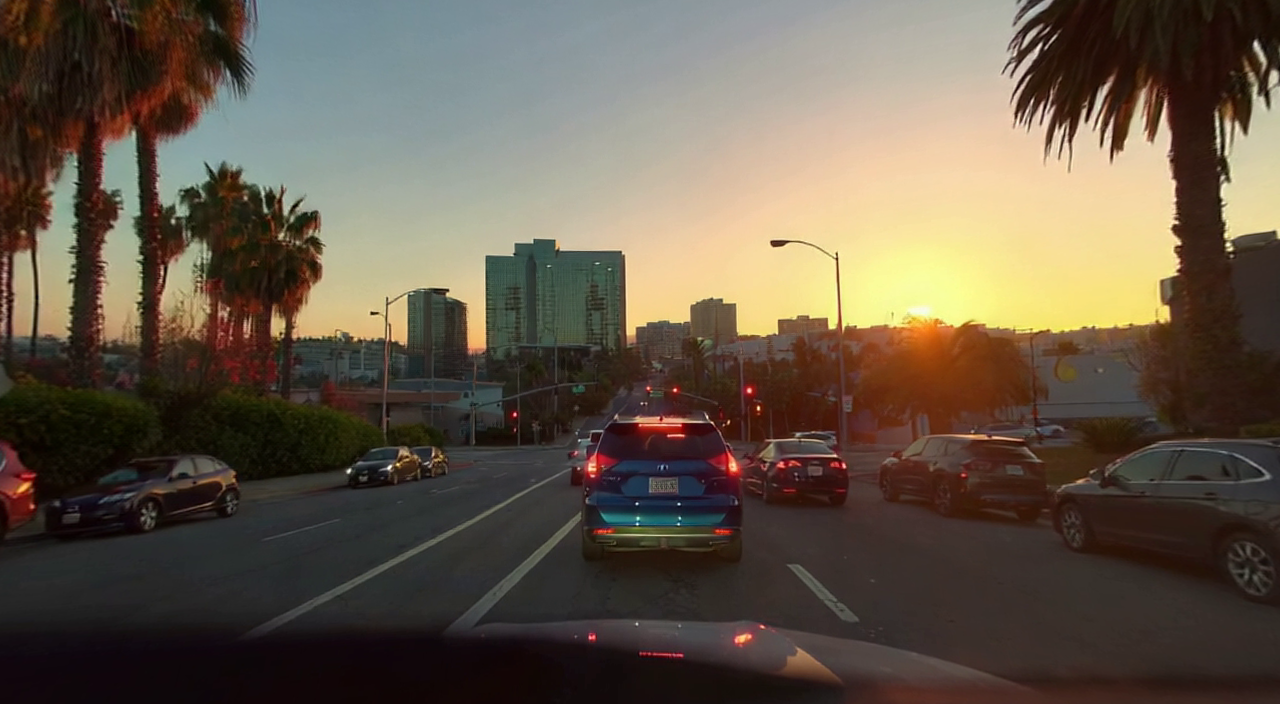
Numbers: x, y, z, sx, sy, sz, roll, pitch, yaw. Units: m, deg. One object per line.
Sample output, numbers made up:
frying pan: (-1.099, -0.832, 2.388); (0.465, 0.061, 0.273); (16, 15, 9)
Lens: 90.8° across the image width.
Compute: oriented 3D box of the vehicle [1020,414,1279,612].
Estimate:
vehicle: (6.434, 1.595, 6.937); (1.935, 1.672, 4.139); (0, -8, 1)

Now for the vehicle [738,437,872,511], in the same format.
vehicle: (3.721, 2.822, 15.177); (2.021, 1.480, 4.402); (0, -8, 0)

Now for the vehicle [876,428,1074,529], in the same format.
vehicle: (6.663, 2.523, 13.243); (1.930, 1.736, 4.329); (-1, -8, 3)

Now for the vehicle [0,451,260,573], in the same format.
vehicle: (-9.587, 2.804, 11.874); (2.054, 1.467, 4.595); (-3, -5, 1)

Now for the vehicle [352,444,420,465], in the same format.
vehicle: (-18.696, 7.506, 46.629); (1.759, 1.457, 4.297); (-7, -11, 37)

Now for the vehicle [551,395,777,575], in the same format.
vehicle: (0.254, 1.656, 8.564); (2.264, 1.798, 4.258); (0, -8, 1)
